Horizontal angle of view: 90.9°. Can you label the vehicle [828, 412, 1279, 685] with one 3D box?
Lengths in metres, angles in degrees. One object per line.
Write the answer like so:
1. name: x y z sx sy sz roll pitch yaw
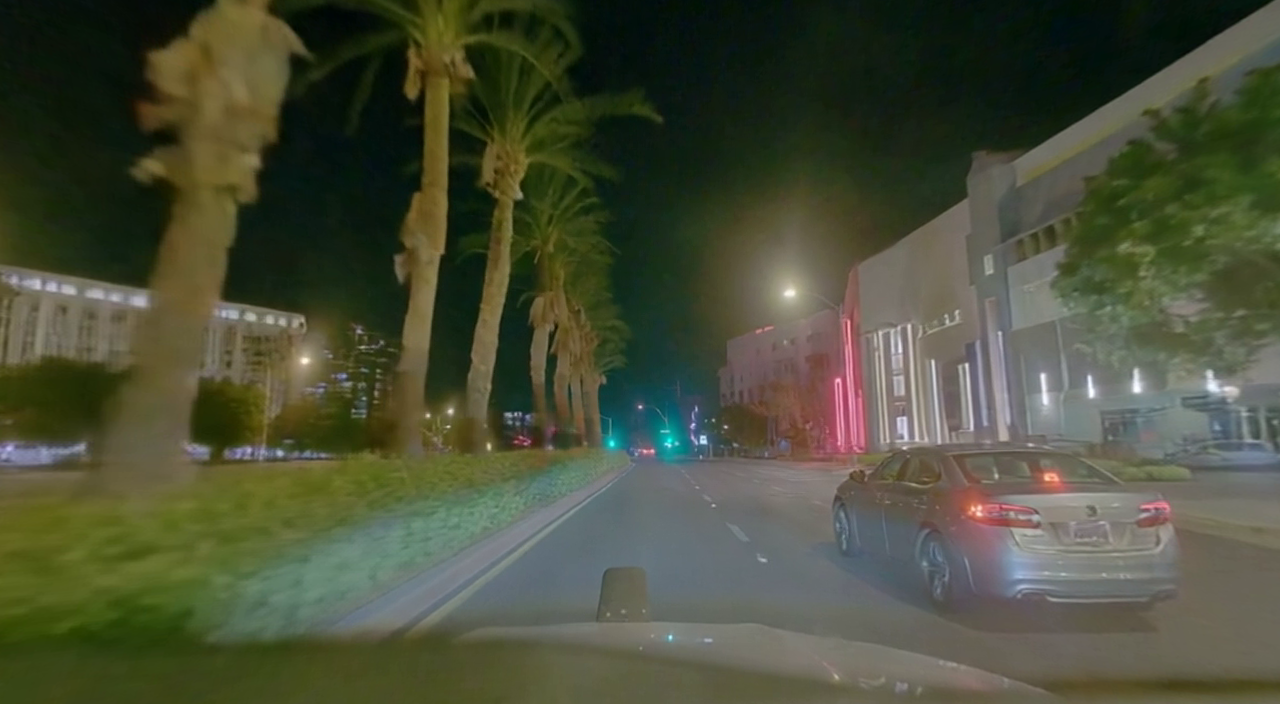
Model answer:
1. vehicle: 3.359 1.448 5.841 1.867 1.554 4.301 0 -8 0
